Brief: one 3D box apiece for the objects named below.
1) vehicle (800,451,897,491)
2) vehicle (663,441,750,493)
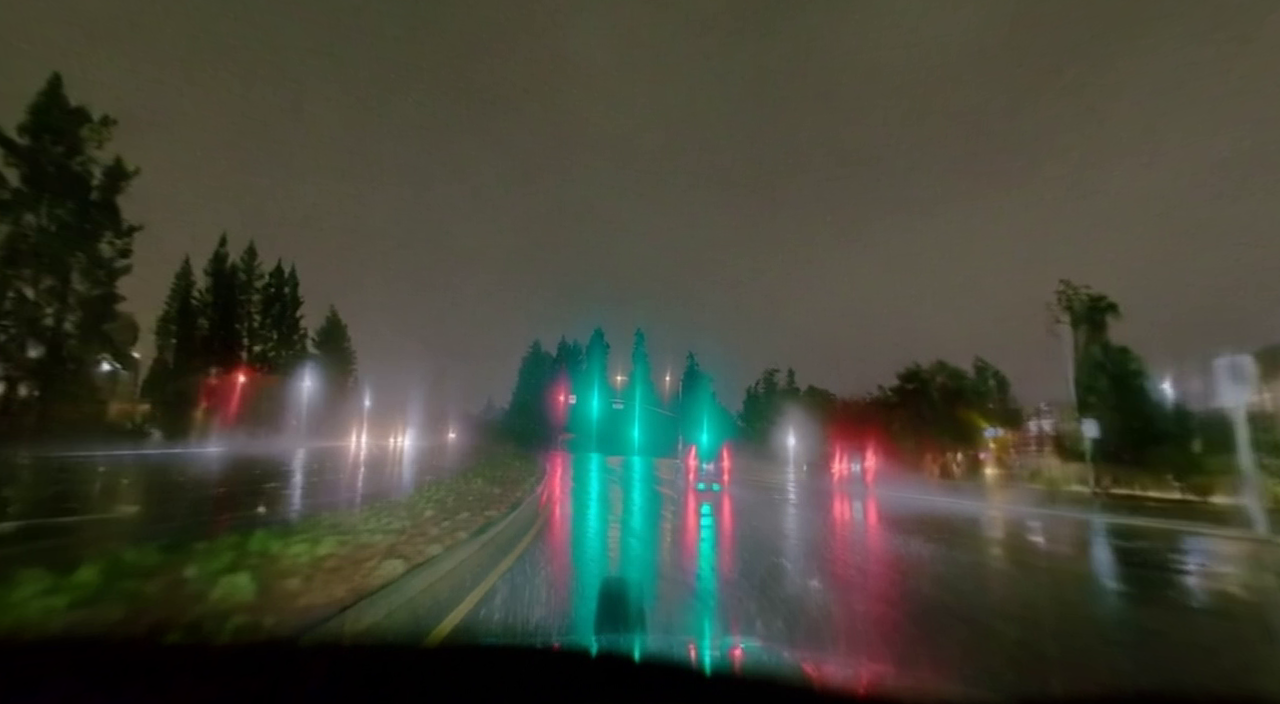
[{"bbox_3d":[8.491,4.862,26.282,1.940,1.460,4.652,1,-9,-8],"label":"vehicle"},{"bbox_3d":[2.244,4.043,22.714,2.122,1.646,4.525,1,-9,-7],"label":"vehicle"}]
